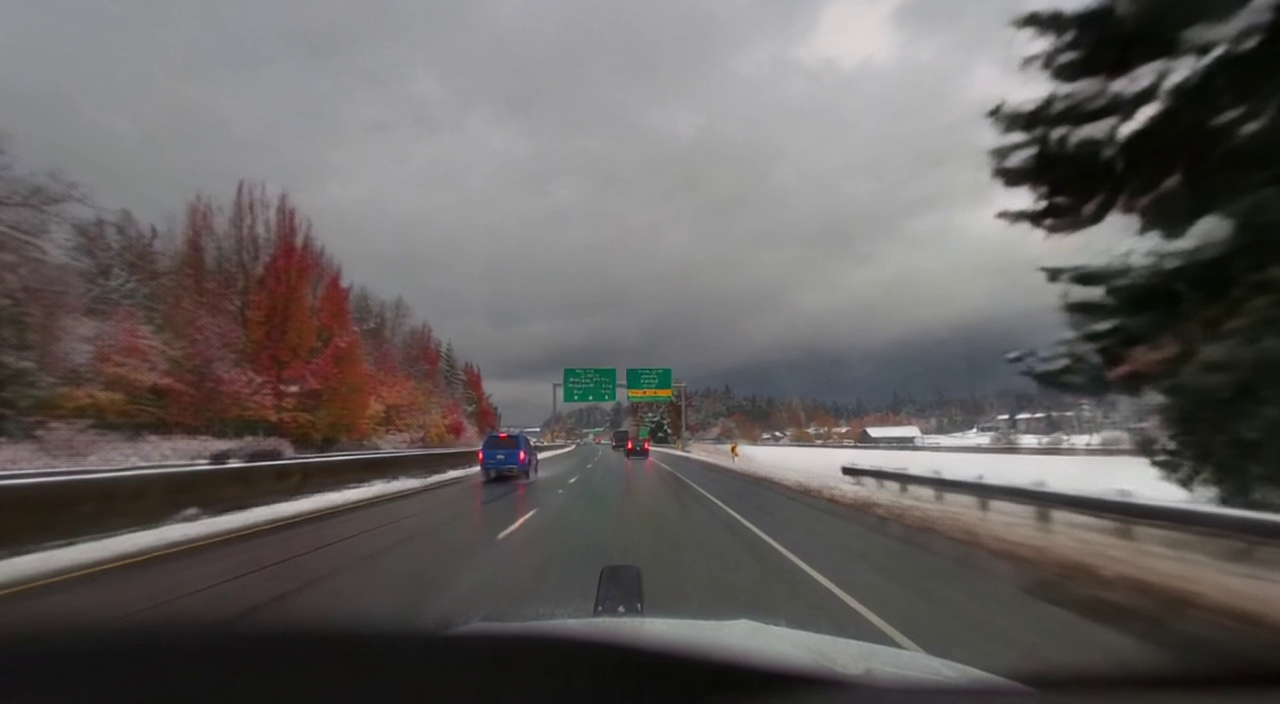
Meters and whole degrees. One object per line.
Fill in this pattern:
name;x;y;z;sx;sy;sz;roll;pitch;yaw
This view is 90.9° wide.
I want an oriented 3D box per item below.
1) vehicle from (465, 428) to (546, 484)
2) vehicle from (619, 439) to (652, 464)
vehicle;-4.542;3.578;21.914;1.924;1.720;4.195;0;-8;-1
vehicle;-0.299;6.236;39.619;1.939;1.497;3.863;0;-8;-1
